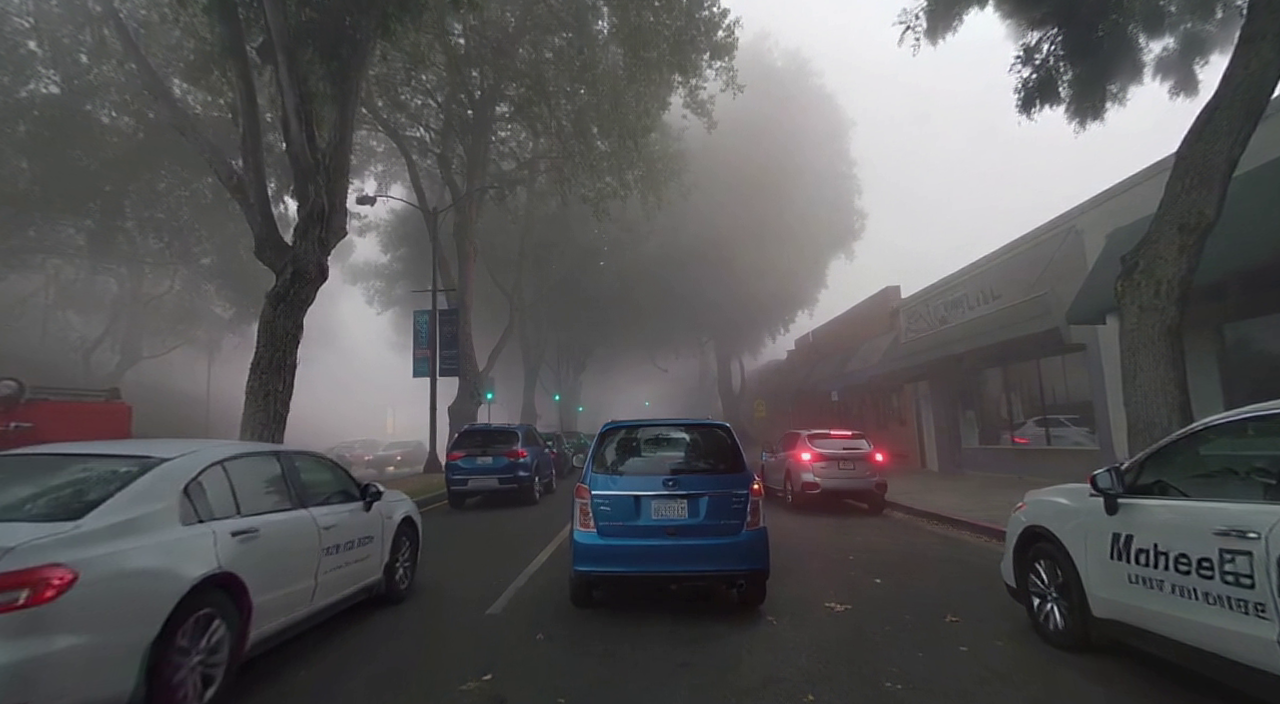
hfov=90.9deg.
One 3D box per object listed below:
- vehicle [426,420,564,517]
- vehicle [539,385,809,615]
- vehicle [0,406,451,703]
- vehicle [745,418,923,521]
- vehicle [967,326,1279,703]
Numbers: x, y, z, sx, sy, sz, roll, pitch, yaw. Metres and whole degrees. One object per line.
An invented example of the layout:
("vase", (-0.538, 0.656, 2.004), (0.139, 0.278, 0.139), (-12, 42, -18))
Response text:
("vehicle", (-3.057, 2.574, 14.418), (2.135, 1.806, 4.514), (-1, -8, -1))
("vehicle", (0.248, 1.443, 6.966), (2.075, 1.770, 4.018), (0, -8, 0))
("vehicle", (-2.967, 1.261, 4.558), (1.908, 1.474, 4.257), (0, -8, -1))
("vehicle", (4.058, 2.577, 14.495), (2.038, 1.865, 5.786), (0, -8, -2))
("vehicle", (4.034, 0.890, 3.233), (1.987, 1.877, 5.330), (2, -8, 2))
